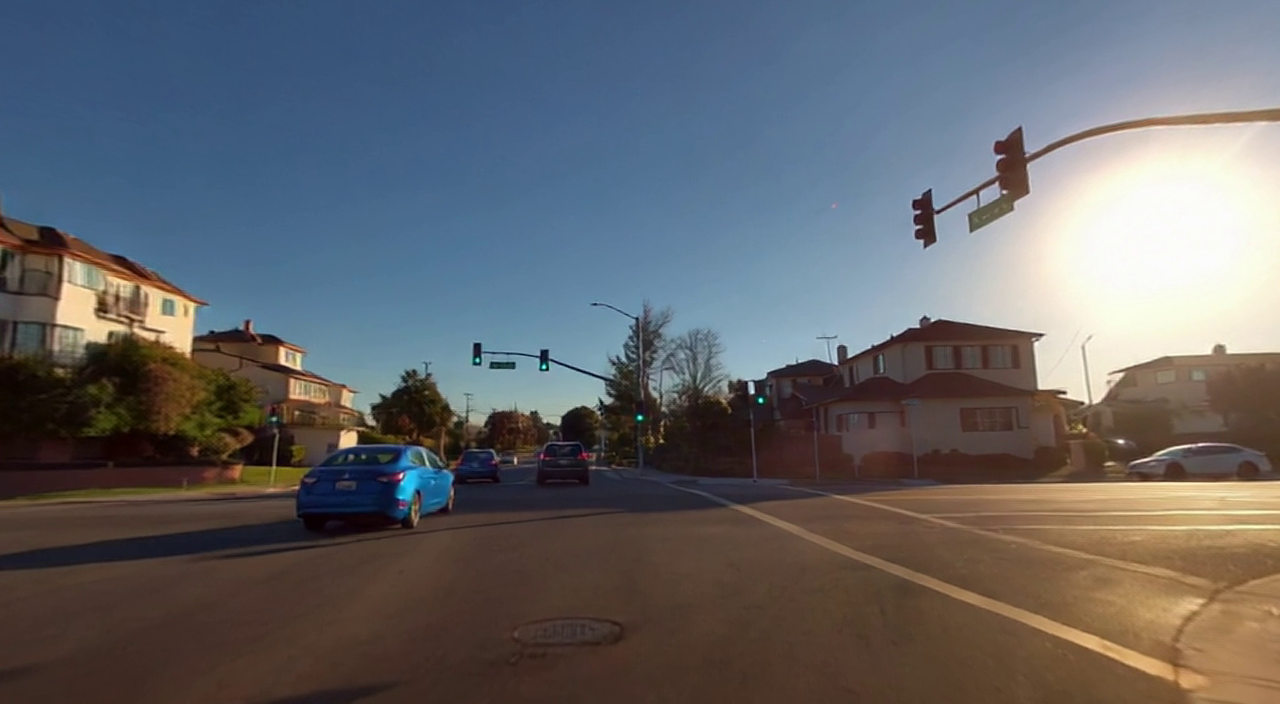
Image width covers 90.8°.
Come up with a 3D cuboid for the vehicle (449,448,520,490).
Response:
[{"bbox_3d":[-5.980,4.511,24.820,1.934,1.459,4.368,0,-9,-4],"label":"vehicle"}]

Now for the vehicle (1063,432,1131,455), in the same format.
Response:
[{"bbox_3d":[31.527,6.346,43.742,1.905,1.483,4.322,-1,-9,7],"label":"vehicle"}]

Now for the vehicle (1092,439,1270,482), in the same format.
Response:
[{"bbox_3d":[19.060,3.849,22.465,4.353,1.431,1.876,-2,-9,9],"label":"vehicle"}]

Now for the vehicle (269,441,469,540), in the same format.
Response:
[{"bbox_3d":[-4.792,2.482,12.098,1.977,1.488,4.741,0,-9,-3],"label":"vehicle"}]

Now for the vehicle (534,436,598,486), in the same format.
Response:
[{"bbox_3d":[-3.001,4.479,26.262,2.396,1.881,4.606,1,-9,-5],"label":"vehicle"}]

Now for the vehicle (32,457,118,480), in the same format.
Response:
[{"bbox_3d":[-39.277,8.103,44.064,1.703,1.466,4.296,-1,-9,8],"label":"vehicle"}]
